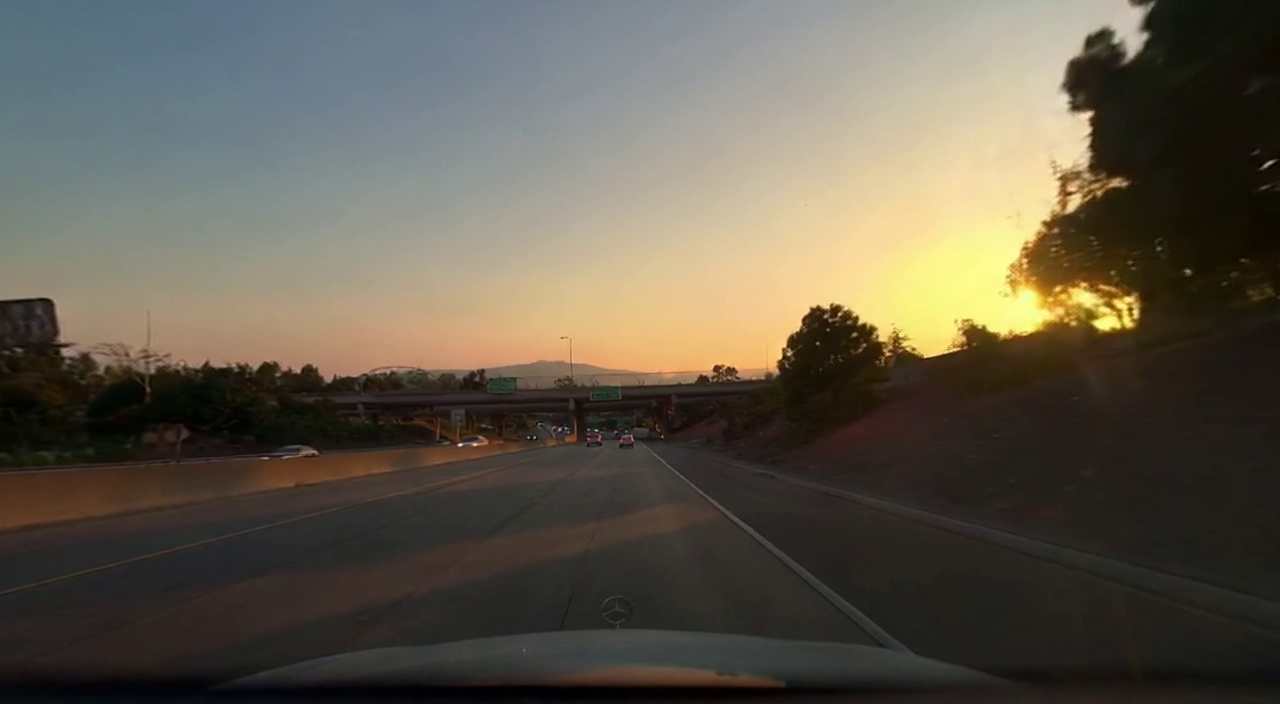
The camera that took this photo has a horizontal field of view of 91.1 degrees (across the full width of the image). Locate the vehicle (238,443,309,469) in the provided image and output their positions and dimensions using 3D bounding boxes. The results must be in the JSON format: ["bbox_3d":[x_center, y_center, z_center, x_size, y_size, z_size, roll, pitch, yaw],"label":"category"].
[{"bbox_3d":[-23.916,6.777,41.198,1.905,1.523,4.590,0,-8,-1],"label":"vehicle"}]
